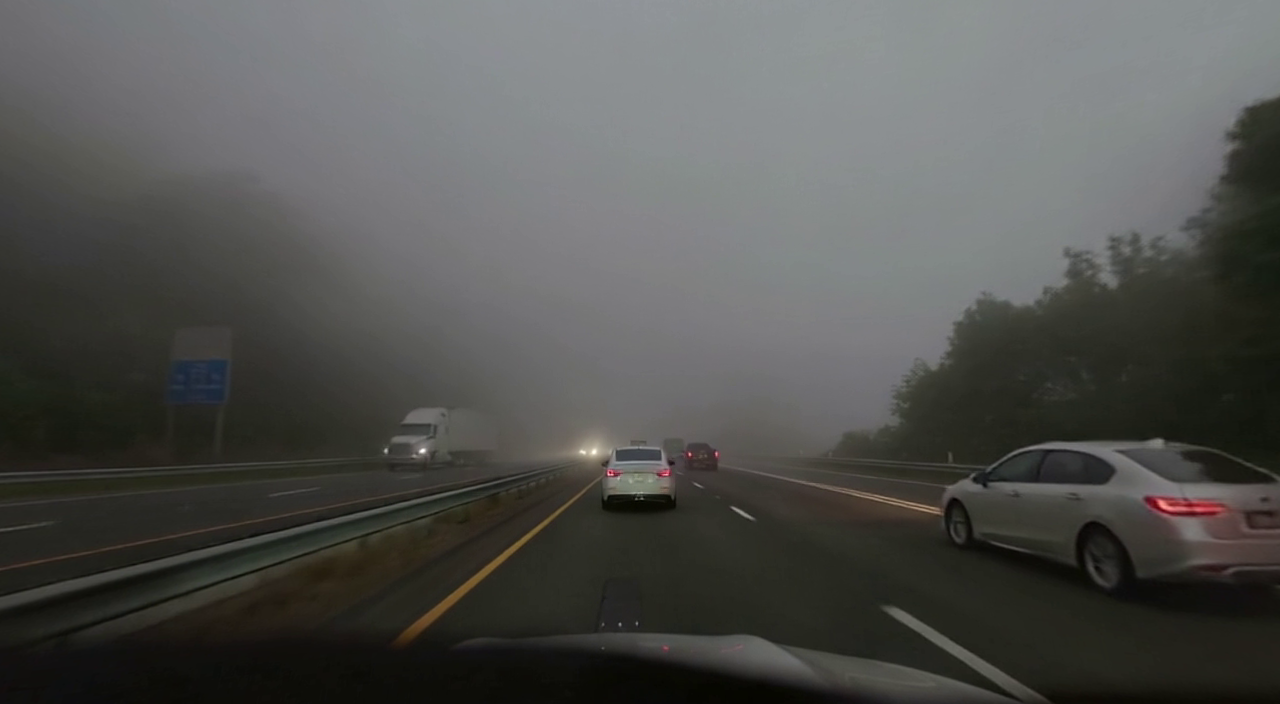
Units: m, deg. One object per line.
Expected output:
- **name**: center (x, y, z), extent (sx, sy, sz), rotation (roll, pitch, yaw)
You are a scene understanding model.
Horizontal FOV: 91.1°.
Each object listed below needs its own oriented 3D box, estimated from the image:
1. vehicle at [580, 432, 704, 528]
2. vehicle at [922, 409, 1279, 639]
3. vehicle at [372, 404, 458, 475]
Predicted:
- **vehicle**: center (-0.002, 2.452, 12.545), extent (2.088, 1.580, 3.657), rotation (0, -9, -1)
- **vehicle**: center (4.730, 1.450, 6.267), extent (1.931, 1.516, 3.995), rotation (0, -9, -1)
- **vehicle**: center (-13.581, 5.392, 38.560), extent (2.937, 3.963, 5.772), rotation (-1, -9, 1)
